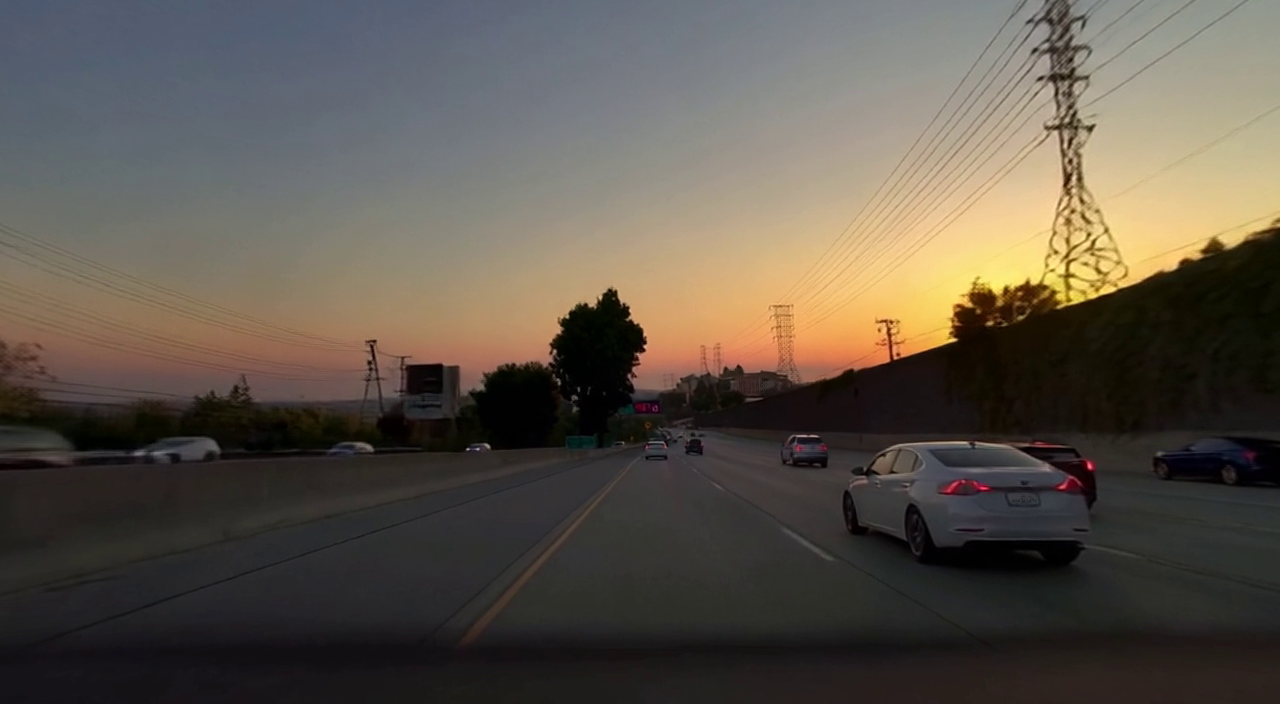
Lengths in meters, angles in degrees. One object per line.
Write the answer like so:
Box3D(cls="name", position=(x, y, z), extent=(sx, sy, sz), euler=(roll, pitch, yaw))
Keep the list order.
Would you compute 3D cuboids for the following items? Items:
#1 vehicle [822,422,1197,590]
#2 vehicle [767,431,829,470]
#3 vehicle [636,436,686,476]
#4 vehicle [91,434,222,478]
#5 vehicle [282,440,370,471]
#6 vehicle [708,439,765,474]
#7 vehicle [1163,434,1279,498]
Box3D(cls="vehicle", position=(3.919, 1.690, 7.855), extent=(1.986, 1.478, 4.429), euler=(0, -8, 0))
Box3D(cls="vehicle", position=(8.078, 5.089, 32.750), extent=(2.041, 1.821, 4.562), euler=(0, -8, 0))
Box3D(cls="vehicle", position=(0.896, 4.529, 27.680), extent=(2.042, 1.581, 3.769), euler=(0, -8, 1))
Box3D(cls="vehicle", position=(-20.639, 4.450, 27.229), extent=(1.911, 1.690, 4.620), euler=(0, -8, 1))
Box3D(cls="vehicle", position=(-16.407, 5.431, 33.258), extent=(2.041, 1.480, 4.759), euler=(0, -8, 2))
Box3D(cls="vehicle", position=(4.264, 4.694, 28.574), extent=(1.936, 1.465, 4.060), euler=(0, -8, 0))
Box3D(cls="vehicle", position=(15.919, 2.804, 15.705), extent=(1.841, 1.471, 4.606), euler=(0, -8, 0))
